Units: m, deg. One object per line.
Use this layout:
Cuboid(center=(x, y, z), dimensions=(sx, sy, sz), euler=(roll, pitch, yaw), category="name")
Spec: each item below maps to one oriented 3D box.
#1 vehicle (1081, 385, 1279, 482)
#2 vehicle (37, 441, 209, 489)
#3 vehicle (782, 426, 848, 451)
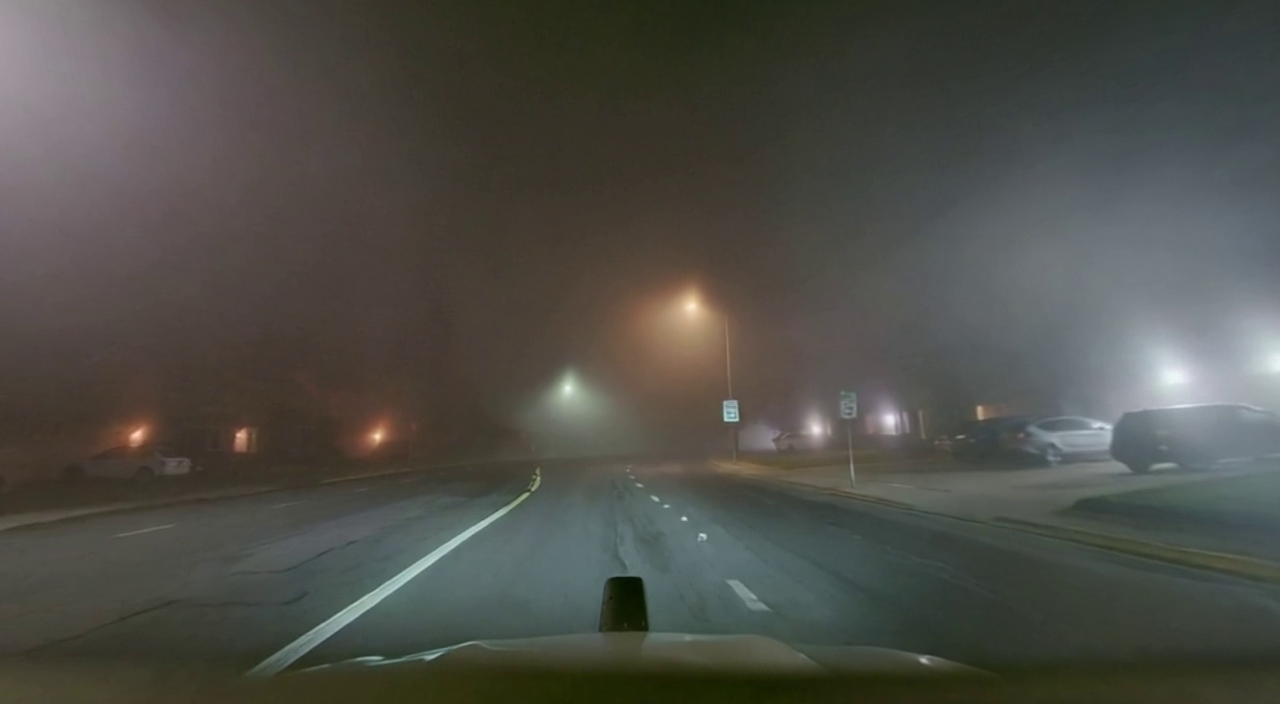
Cuboid(center=(14.200, 1.867, 14.612), dimensions=(5.793, 2.017, 2.535), euler=(-4, -9, 13), category="vehicle")
Cuboid(center=(-21.163, 4.622, 26.068), dimensions=(4.879, 1.854, 2.265), euler=(1, -9, -8), category="vehicle")
Cuboid(center=(13.416, 6.675, 48.524), dimensions=(4.766, 1.789, 1.939), euler=(-2, -9, 12), category="vehicle")
